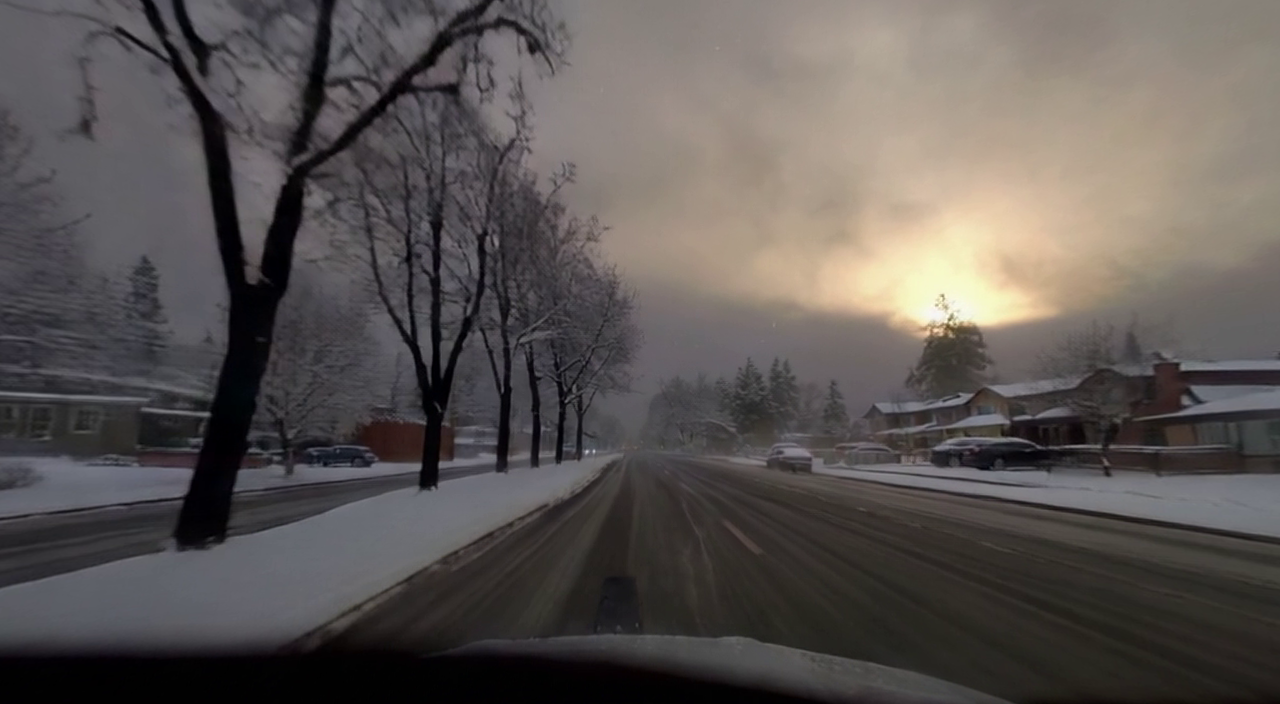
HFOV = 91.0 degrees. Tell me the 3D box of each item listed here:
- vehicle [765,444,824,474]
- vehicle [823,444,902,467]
[{"bbox_3d":[8.359,5.826,34.491,1.940,1.516,4.319,1,-9,-3],"label":"vehicle"},{"bbox_3d":[15.259,7.101,43.287,4.644,1.542,2.095,0,-9,1],"label":"vehicle"}]
